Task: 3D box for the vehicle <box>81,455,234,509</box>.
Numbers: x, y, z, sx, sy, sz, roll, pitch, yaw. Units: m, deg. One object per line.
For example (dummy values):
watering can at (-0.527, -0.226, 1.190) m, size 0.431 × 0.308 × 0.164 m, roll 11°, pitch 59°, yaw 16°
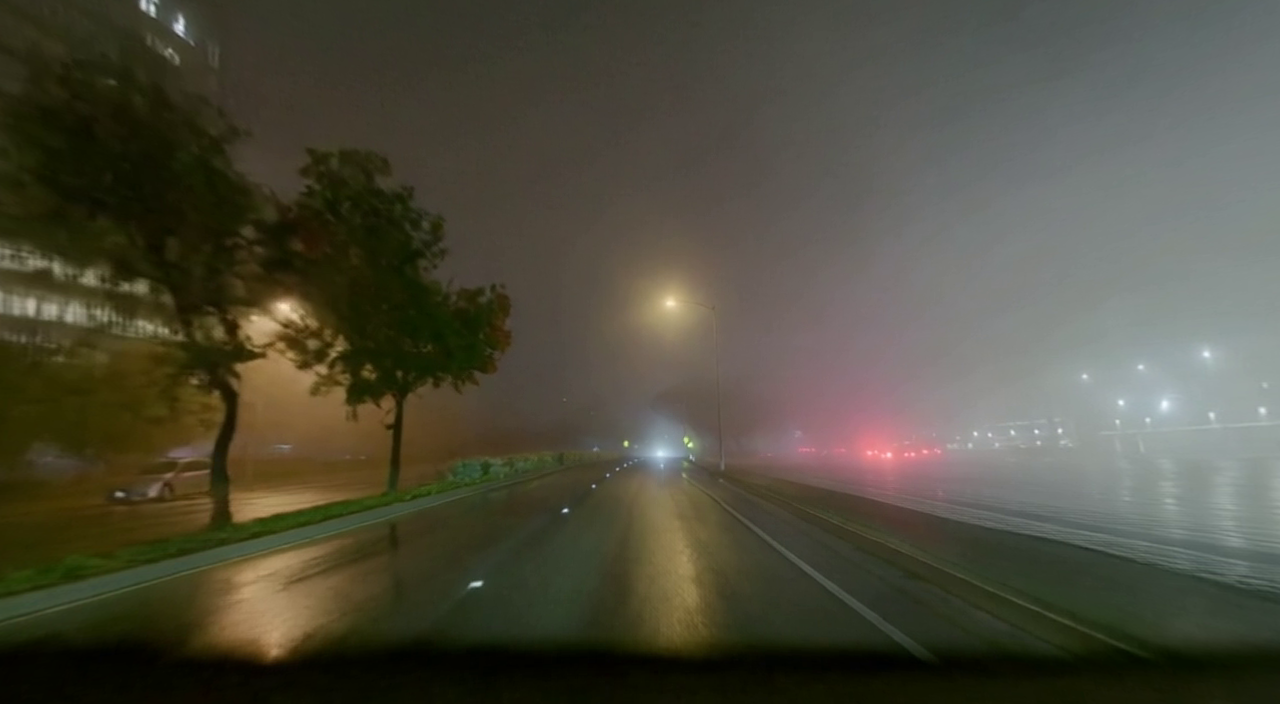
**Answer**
vehicle at (-16.731, 4.493, 22.219) m, size 1.807 × 1.570 × 4.557 m, roll -1°, pitch -9°, yaw 0°
